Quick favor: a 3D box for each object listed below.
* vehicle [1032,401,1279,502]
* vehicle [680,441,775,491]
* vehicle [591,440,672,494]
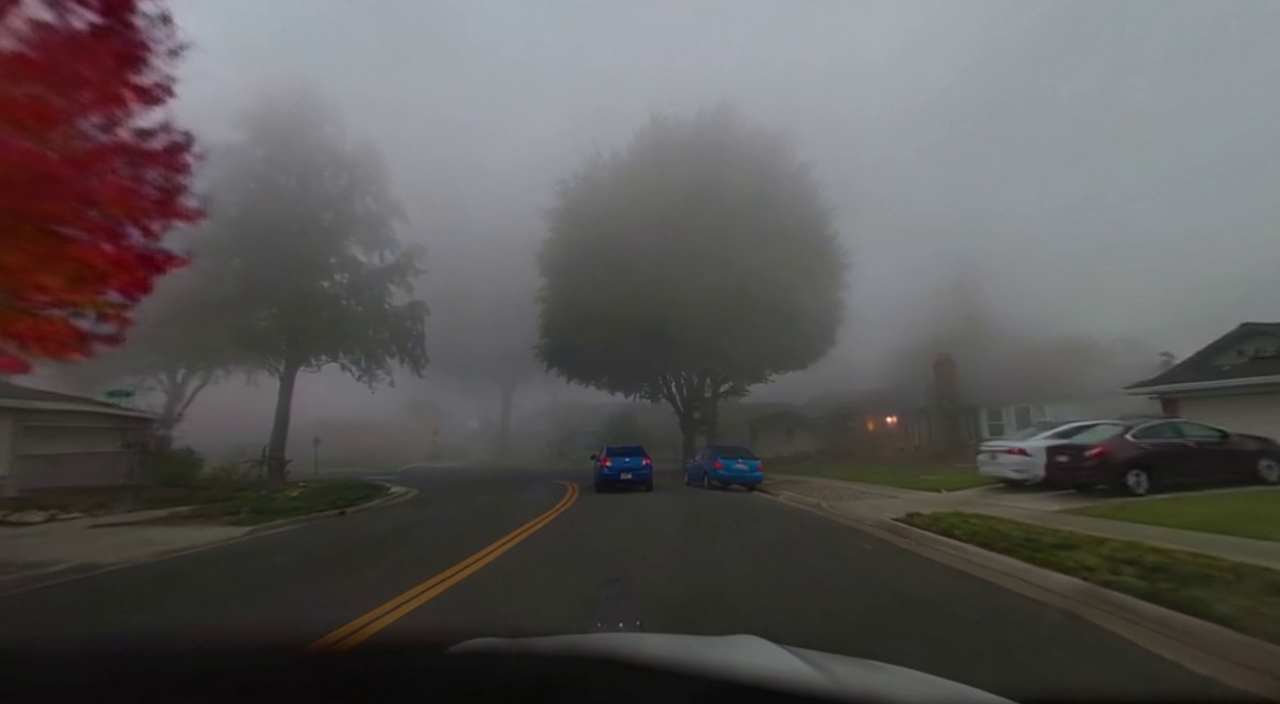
[{"bbox_3d":[10.530,1.856,12.269,4.524,1.587,2.064,-2,-8,-8],"label":"vehicle"},{"bbox_3d":[2.747,3.746,21.107,2.089,1.462,4.529,1,-9,-6],"label":"vehicle"},{"bbox_3d":[-0.396,3.490,19.626,2.192,1.474,4.192,1,-9,-5],"label":"vehicle"}]
